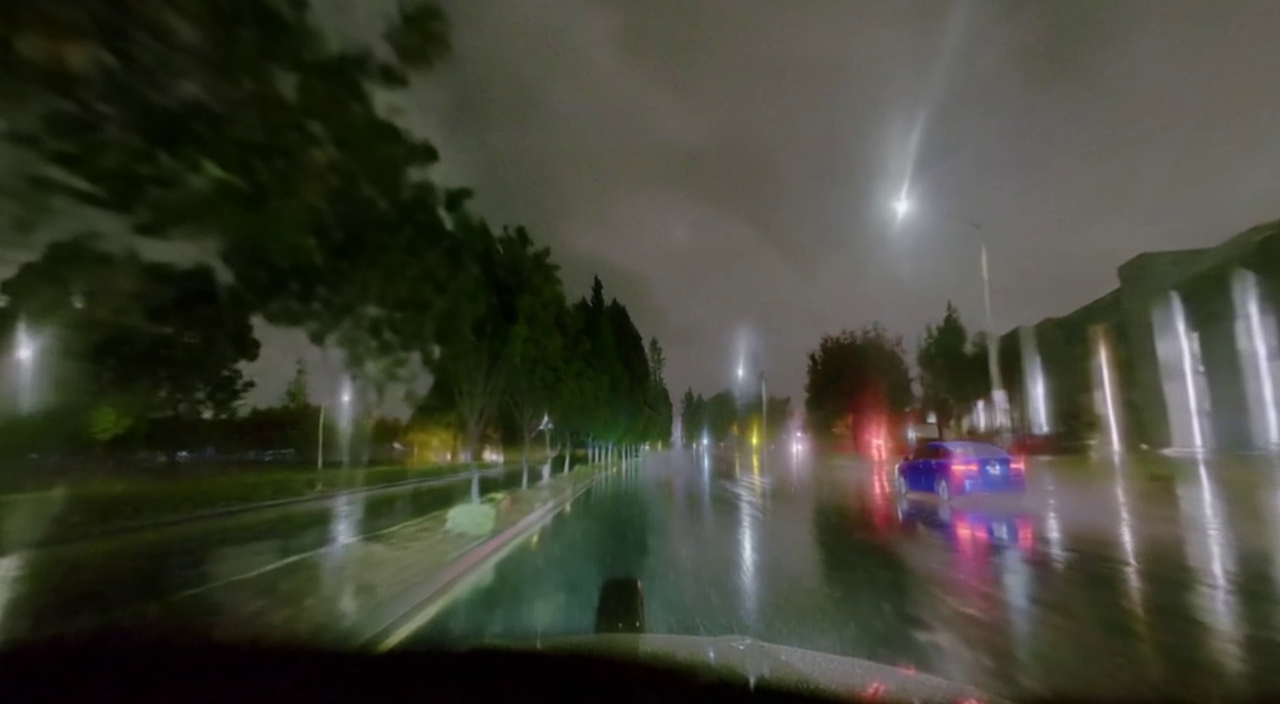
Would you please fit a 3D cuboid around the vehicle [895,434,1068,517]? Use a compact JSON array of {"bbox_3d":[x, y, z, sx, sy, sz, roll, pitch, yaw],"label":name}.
[{"bbox_3d":[7.139,2.595,13.665,1.797,1.518,3.433,0,-9,0],"label":"vehicle"}]
